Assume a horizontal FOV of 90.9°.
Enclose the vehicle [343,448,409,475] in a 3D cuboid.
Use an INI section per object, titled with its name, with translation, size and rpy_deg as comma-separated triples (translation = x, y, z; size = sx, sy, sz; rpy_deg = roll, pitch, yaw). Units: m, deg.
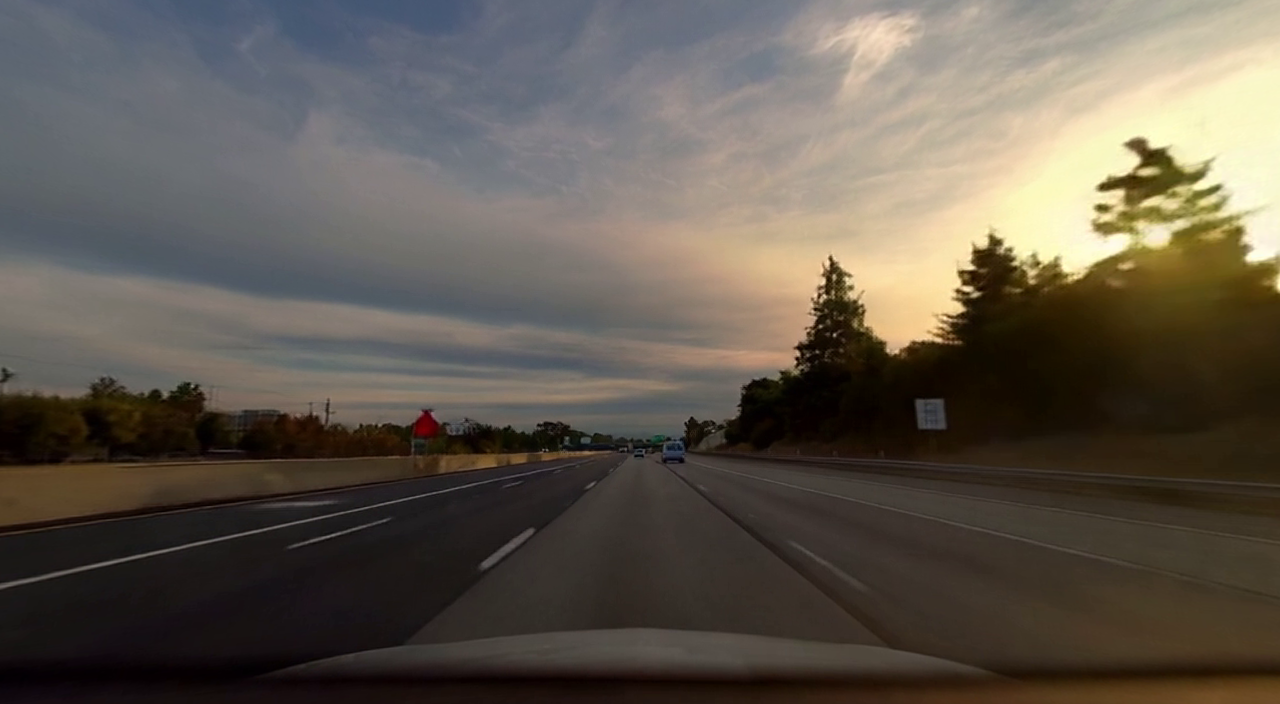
[vehicle]
translation = -15.653, 6.513, 37.657
size = 1.903, 1.486, 4.666
rpy_deg = 0, -9, 1
